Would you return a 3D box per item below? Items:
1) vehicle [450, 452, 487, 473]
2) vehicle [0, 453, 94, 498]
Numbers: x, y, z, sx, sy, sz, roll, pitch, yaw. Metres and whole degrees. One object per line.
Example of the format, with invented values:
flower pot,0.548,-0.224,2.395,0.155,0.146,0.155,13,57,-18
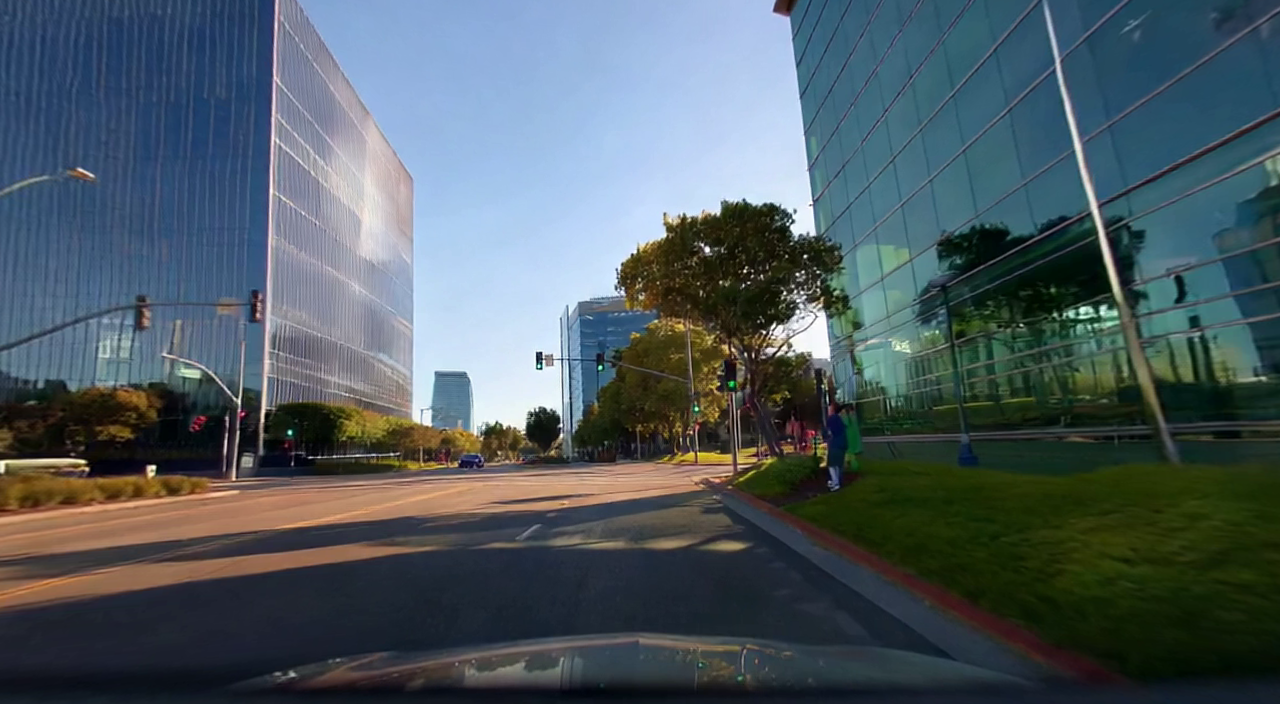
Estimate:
vehicle,-12.893,8.333,47.641,1.906,1.502,4.396,1,-9,-5
vehicle,-29.574,5.910,30.224,4.868,1.866,2.170,-2,-6,4
